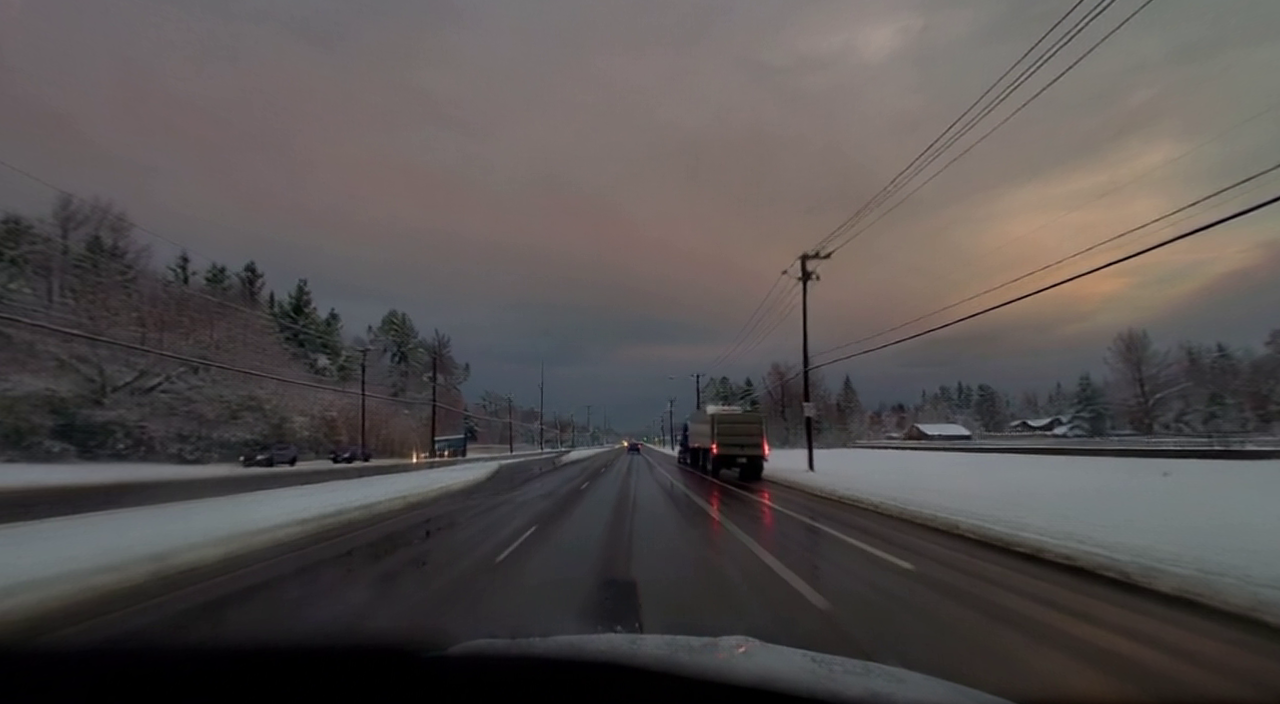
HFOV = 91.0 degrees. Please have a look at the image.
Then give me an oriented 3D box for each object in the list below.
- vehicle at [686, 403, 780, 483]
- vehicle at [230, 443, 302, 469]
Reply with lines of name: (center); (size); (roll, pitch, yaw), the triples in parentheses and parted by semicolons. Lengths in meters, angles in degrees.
vehicle: (3.662, 3.856, 26.609); (2.706, 2.880, 7.117); (1, -8, -1)
vehicle: (-26.025, 7.241, 44.021); (1.950, 1.658, 4.576); (0, -8, 4)
